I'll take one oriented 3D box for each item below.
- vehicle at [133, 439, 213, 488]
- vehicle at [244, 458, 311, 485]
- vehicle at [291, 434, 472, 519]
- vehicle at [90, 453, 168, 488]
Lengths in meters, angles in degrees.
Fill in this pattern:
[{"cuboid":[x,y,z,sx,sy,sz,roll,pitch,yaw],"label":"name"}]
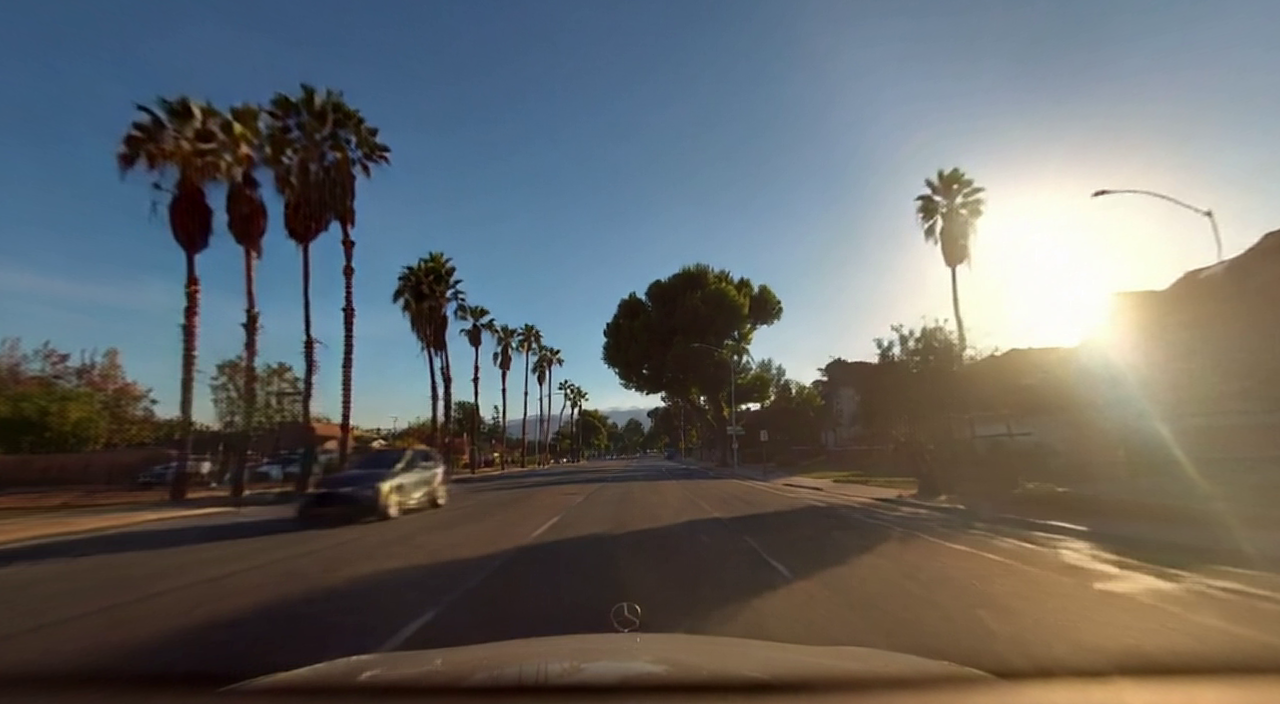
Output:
[{"cuboid":[-31.529,7.389,42.565,3.668,2.687,5.473,1,-6,-43],"label":"vehicle"},{"cuboid":[-25.913,8.527,45.109,4.546,1.479,2.103,-10,-10,28],"label":"vehicle"},{"cuboid":[-6.361,3.128,16.602,2.139,1.794,5.925,0,-9,1],"label":"vehicle"},{"cuboid":[-29.350,6.809,36.238,4.687,1.649,1.993,-8,-6,30],"label":"vehicle"}]
